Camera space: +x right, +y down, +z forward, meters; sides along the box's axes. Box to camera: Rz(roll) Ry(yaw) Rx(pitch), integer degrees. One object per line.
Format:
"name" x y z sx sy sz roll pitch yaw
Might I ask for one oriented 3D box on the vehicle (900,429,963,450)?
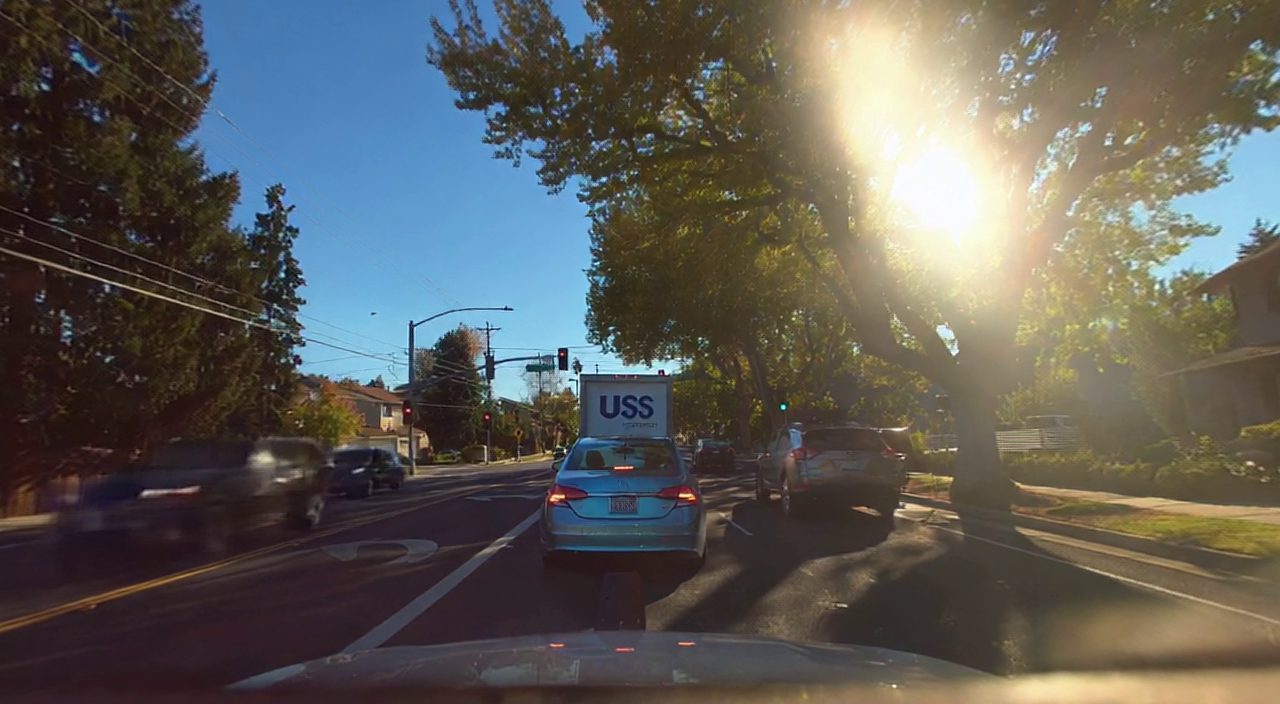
"vehicle" 21.401 6.465 46.437 3.880 1.447 1.778 2 -9 -15

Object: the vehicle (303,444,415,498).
"vehicle" -9.732 4.110 22.324 1.857 1.682 4.393 0 -8 0

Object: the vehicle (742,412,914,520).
"vehicle" 3.598 2.295 13.191 2.145 1.847 4.524 0 -8 -1

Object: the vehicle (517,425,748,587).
"vehicle" -0.126 1.738 8.033 2.135 1.483 4.207 0 -8 -2

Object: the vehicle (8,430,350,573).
"vehicle" -6.351 2.053 9.505 1.962 1.640 4.161 0 -8 0
